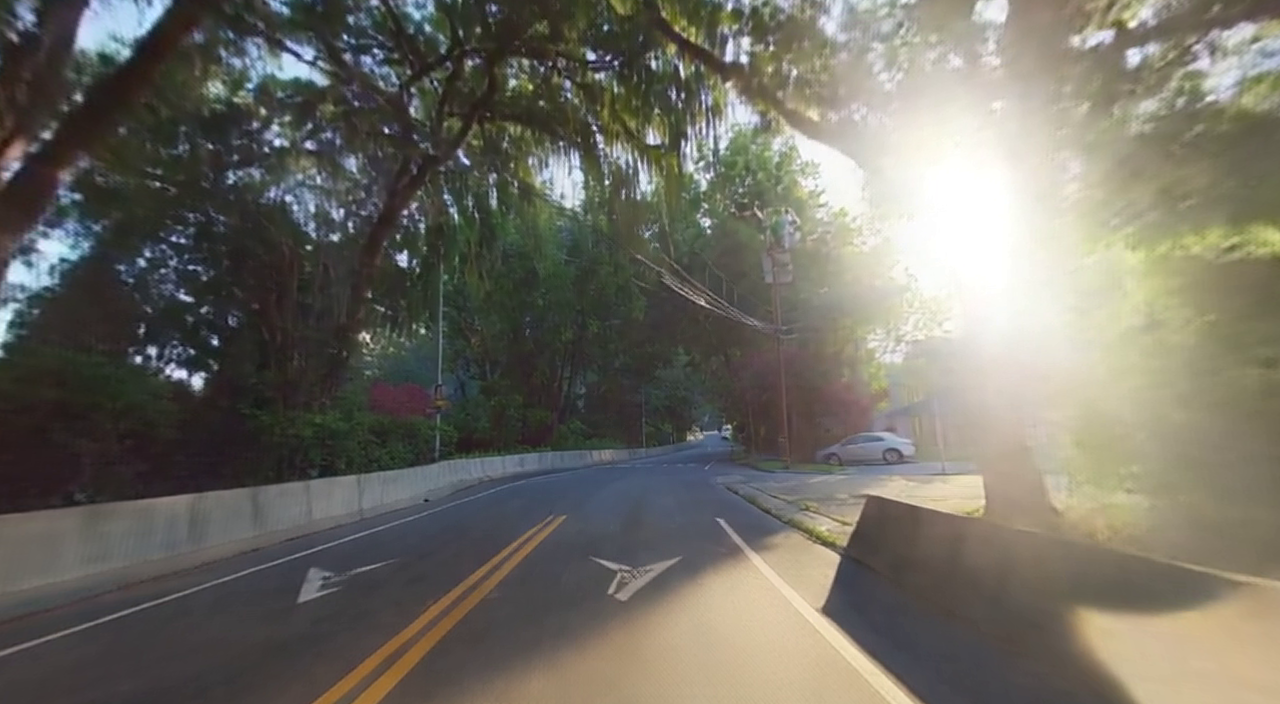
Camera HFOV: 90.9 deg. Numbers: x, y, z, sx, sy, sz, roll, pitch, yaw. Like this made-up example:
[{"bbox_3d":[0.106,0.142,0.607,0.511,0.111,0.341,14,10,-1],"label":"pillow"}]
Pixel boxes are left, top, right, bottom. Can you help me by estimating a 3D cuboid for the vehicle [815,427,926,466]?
[{"bbox_3d":[10.989,4.532,30.308,4.614,1.764,1.860,-1,-9,5],"label":"vehicle"}]
